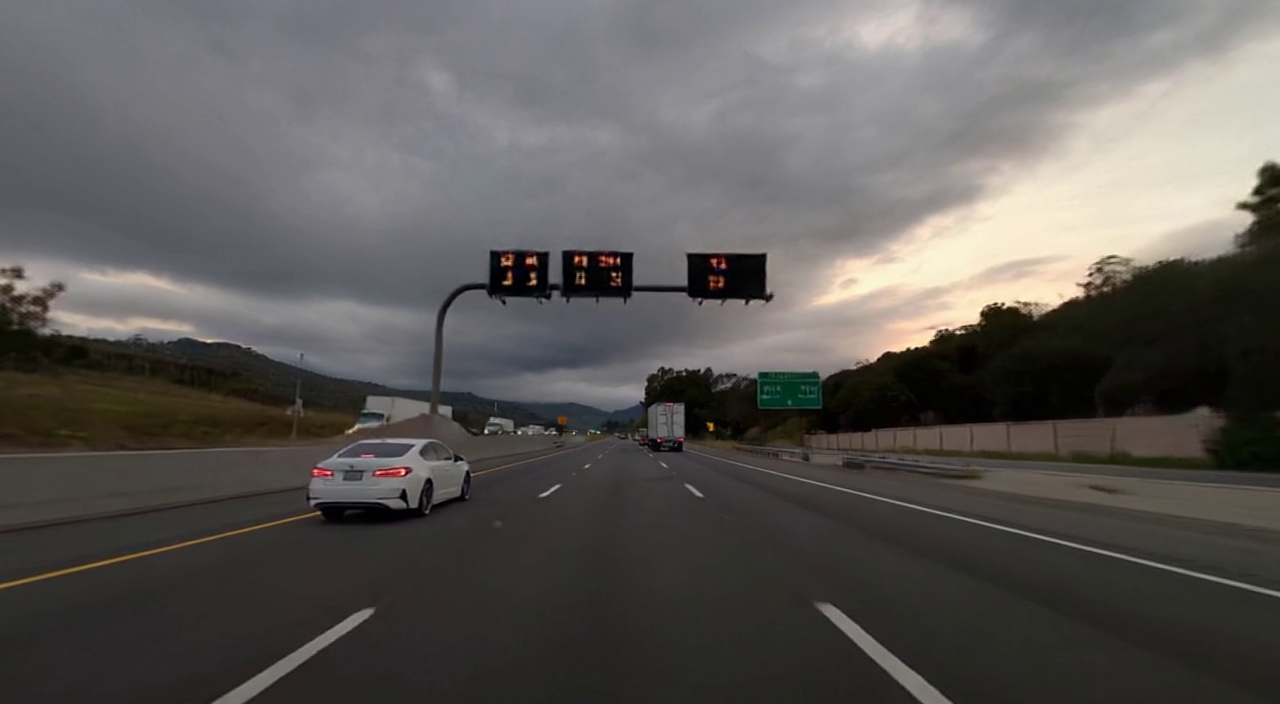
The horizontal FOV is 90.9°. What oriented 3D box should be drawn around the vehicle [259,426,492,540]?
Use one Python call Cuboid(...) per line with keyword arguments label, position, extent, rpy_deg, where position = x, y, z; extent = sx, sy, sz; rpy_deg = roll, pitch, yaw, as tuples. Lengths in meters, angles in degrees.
Cuboid(label="vehicle", position=(-3.931, 1.979, 10.359), extent=(1.971, 1.444, 4.401), rpy_deg=(0, -8, -1))
